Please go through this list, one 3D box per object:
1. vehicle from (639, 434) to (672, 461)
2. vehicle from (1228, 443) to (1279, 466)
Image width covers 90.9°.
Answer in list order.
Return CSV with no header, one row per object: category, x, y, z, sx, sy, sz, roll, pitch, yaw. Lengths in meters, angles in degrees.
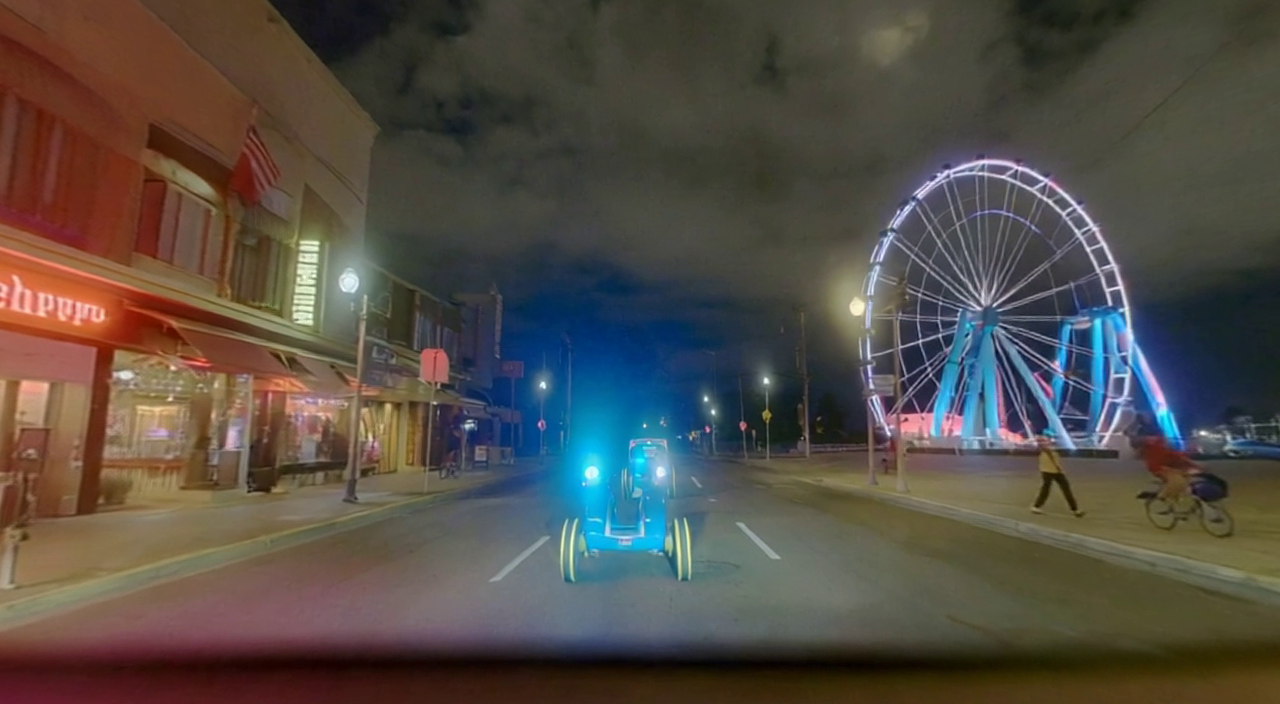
vehicle,1.115,6.736,44.246,2.221,1.773,4.228,-1,-9,2
vehicle,41.783,6.722,41.359,4.120,1.445,1.893,-2,-9,10
